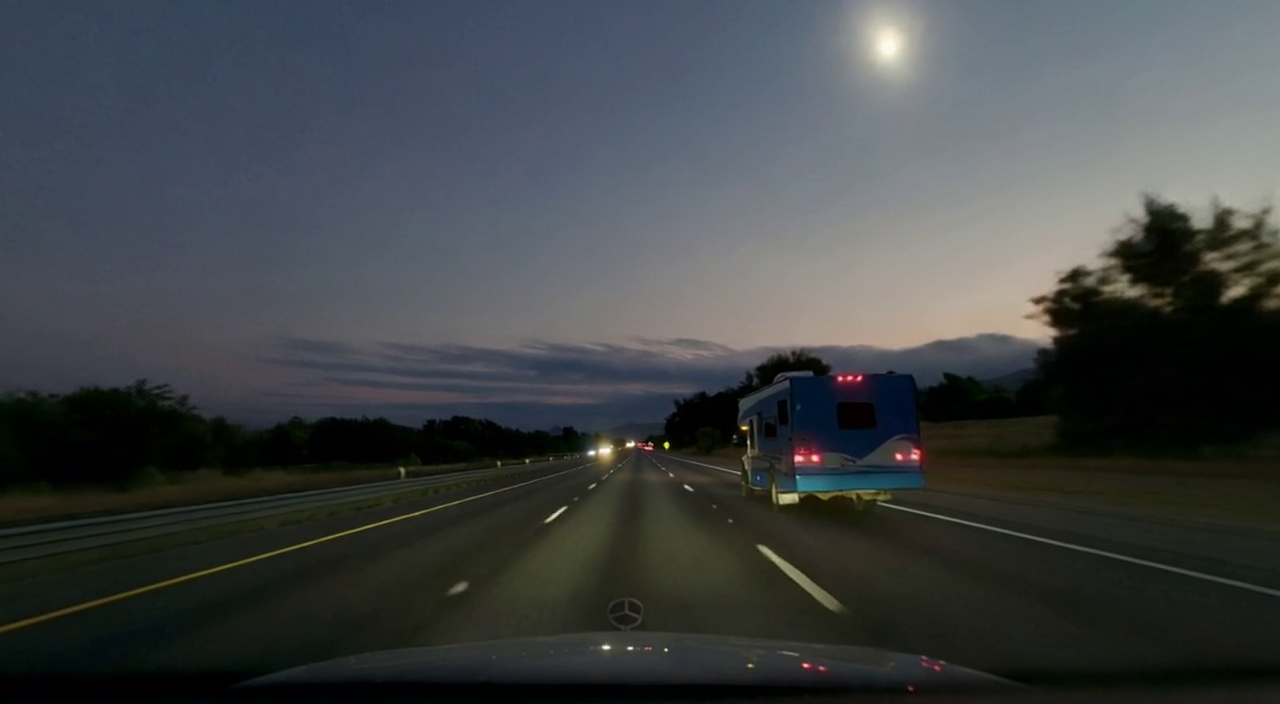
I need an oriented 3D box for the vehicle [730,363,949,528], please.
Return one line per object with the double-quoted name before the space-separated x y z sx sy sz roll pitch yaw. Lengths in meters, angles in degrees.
"vehicle" 3.803 2.047 13.835 2.556 2.763 6.287 0 -9 -1
